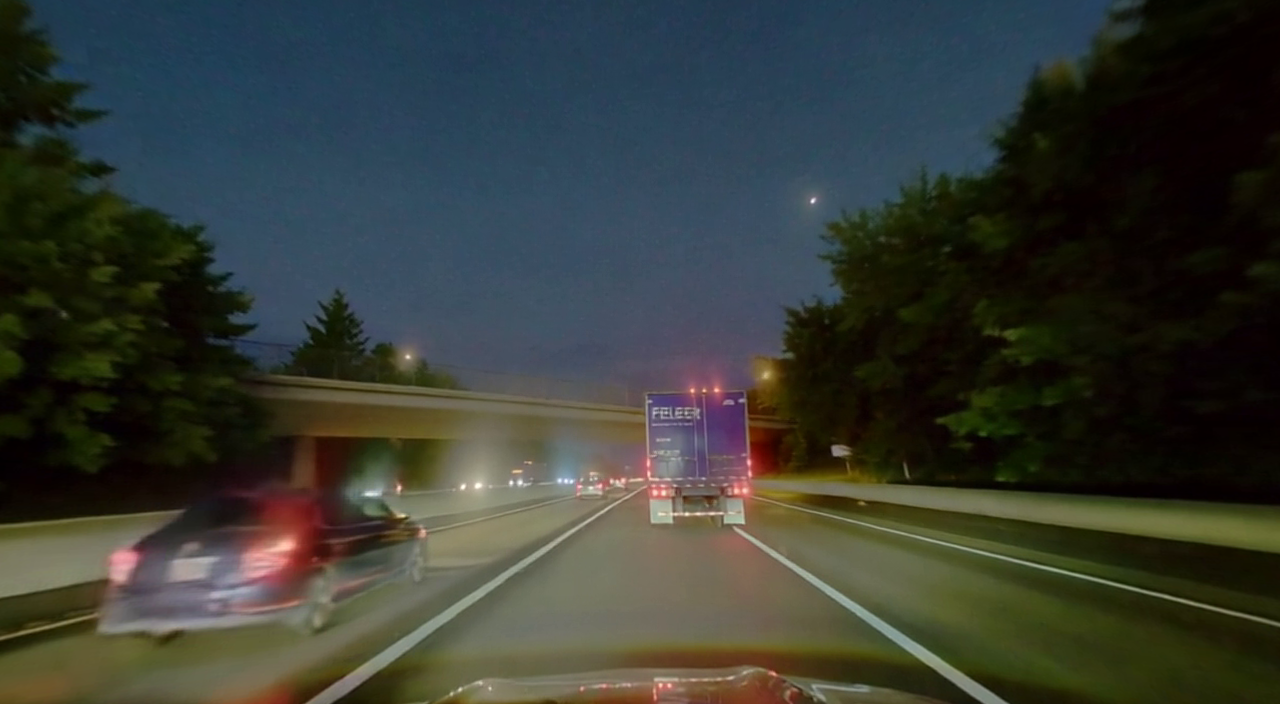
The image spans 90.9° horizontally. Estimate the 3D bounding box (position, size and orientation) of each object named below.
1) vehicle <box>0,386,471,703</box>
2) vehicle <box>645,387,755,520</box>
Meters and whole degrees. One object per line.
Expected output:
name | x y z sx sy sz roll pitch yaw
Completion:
vehicle | -3.051 1.380 4.679 2.124 1.653 4.857 0 -10 1
vehicle | 1.771 3.775 23.017 2.980 3.834 9.423 0 -10 0
